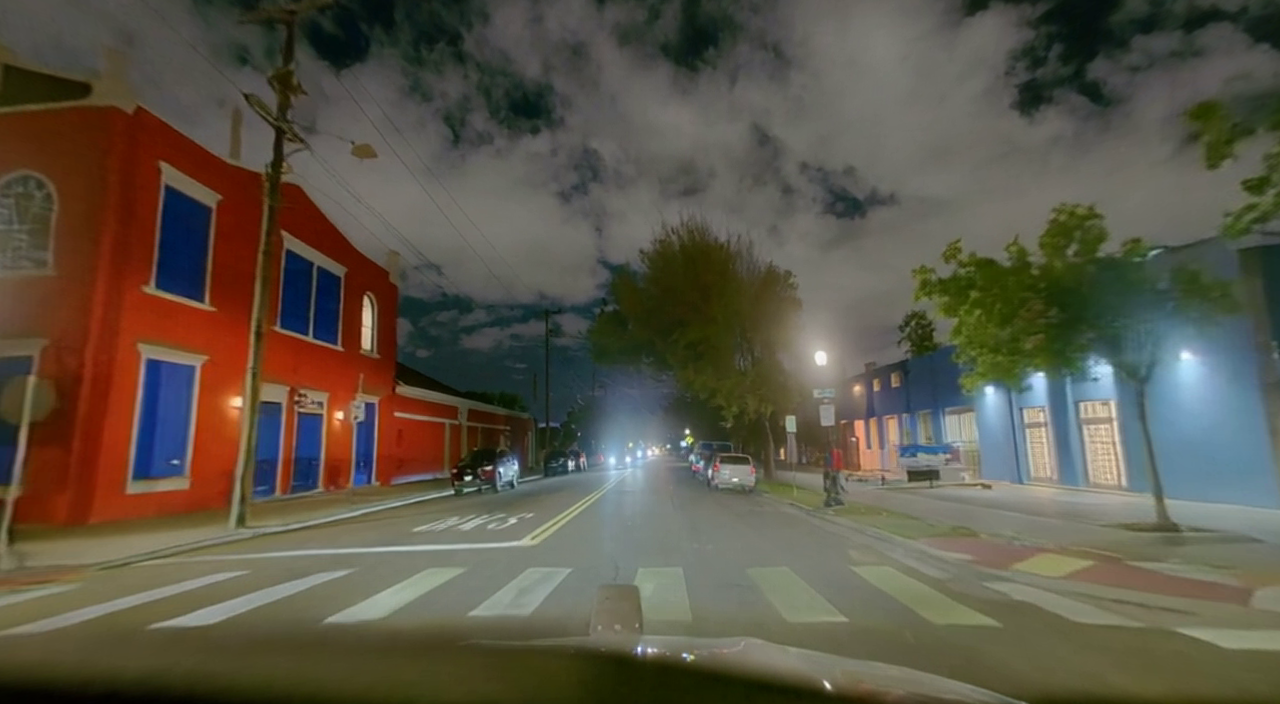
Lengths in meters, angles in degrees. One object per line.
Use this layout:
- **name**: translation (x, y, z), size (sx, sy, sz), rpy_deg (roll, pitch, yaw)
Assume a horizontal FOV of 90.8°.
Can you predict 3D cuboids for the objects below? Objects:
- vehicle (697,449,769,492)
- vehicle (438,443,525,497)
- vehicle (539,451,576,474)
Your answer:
- **vehicle**: translation (3.372, 4.399, 23.882), size (1.966, 1.471, 4.552), rpy_deg (0, -9, -1)
- **vehicle**: translation (-6.085, 4.542, 24.849), size (2.140, 1.746, 4.385), rpy_deg (-4, -8, 2)
- **vehicle**: translation (-5.736, 7.750, 44.578), size (1.844, 1.486, 4.474), rpy_deg (0, -9, 3)
